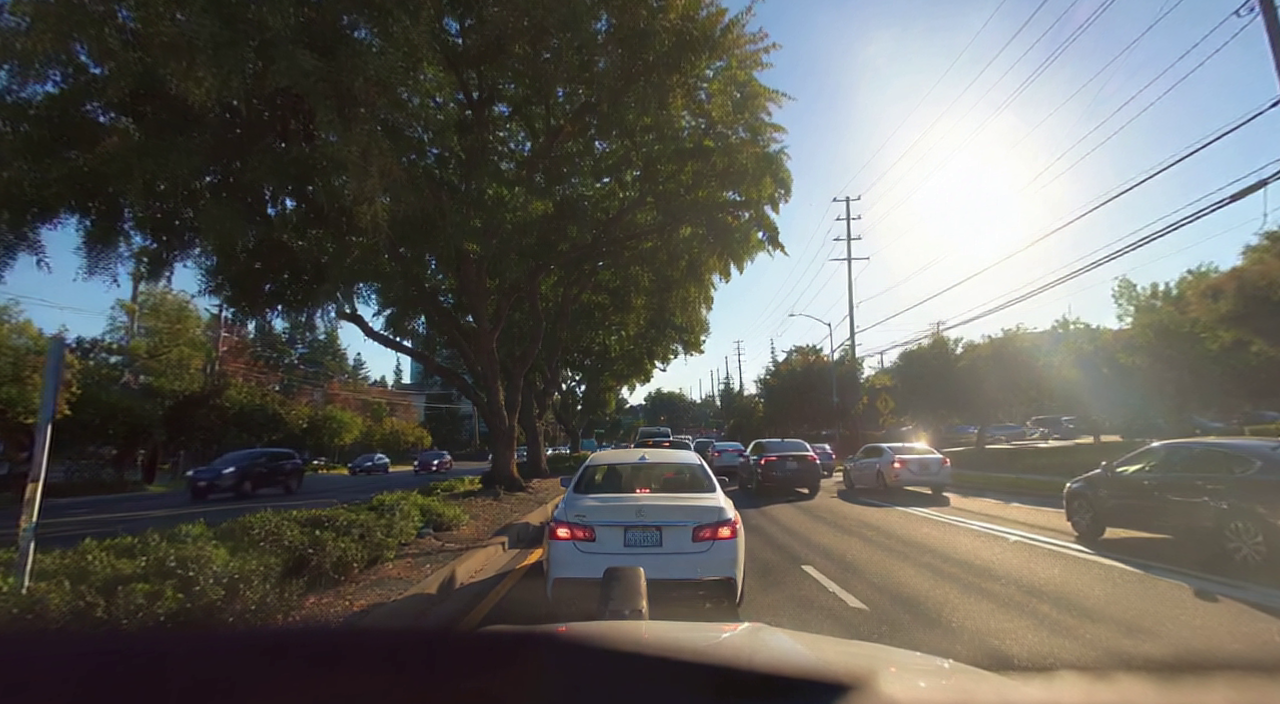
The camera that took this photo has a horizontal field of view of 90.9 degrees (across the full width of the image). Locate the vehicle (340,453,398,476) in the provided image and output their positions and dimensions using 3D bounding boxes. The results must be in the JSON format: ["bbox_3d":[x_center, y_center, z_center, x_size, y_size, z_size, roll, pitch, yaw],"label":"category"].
[{"bbox_3d":[-18.808,7.807,44.018,1.884,1.466,4.821,0,-8,0],"label":"vehicle"}]

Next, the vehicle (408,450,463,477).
[{"bbox_3d":[-12.005,6.545,37.268,1.804,1.430,4.456,0,-8,0],"label":"vehicle"}]

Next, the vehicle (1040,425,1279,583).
[{"bbox_3d":[6.995,1.629,7.273,1.850,1.480,4.474,0,-8,1],"label":"vehicle"}]

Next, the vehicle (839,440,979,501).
[{"bbox_3d":[7.265,3.206,17.620,1.899,1.458,4.499,0,-8,0],"label":"vehicle"}]

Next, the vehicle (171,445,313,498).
[{"bbox_3d":[-15.336,4.566,24.775,2.056,1.809,5.354,0,-8,0],"label":"vehicle"}]

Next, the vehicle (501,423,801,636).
[{"bbox_3d":[0.066,1.539,6.480,2.108,1.479,3.935,0,-8,0],"label":"vehicle"}]
